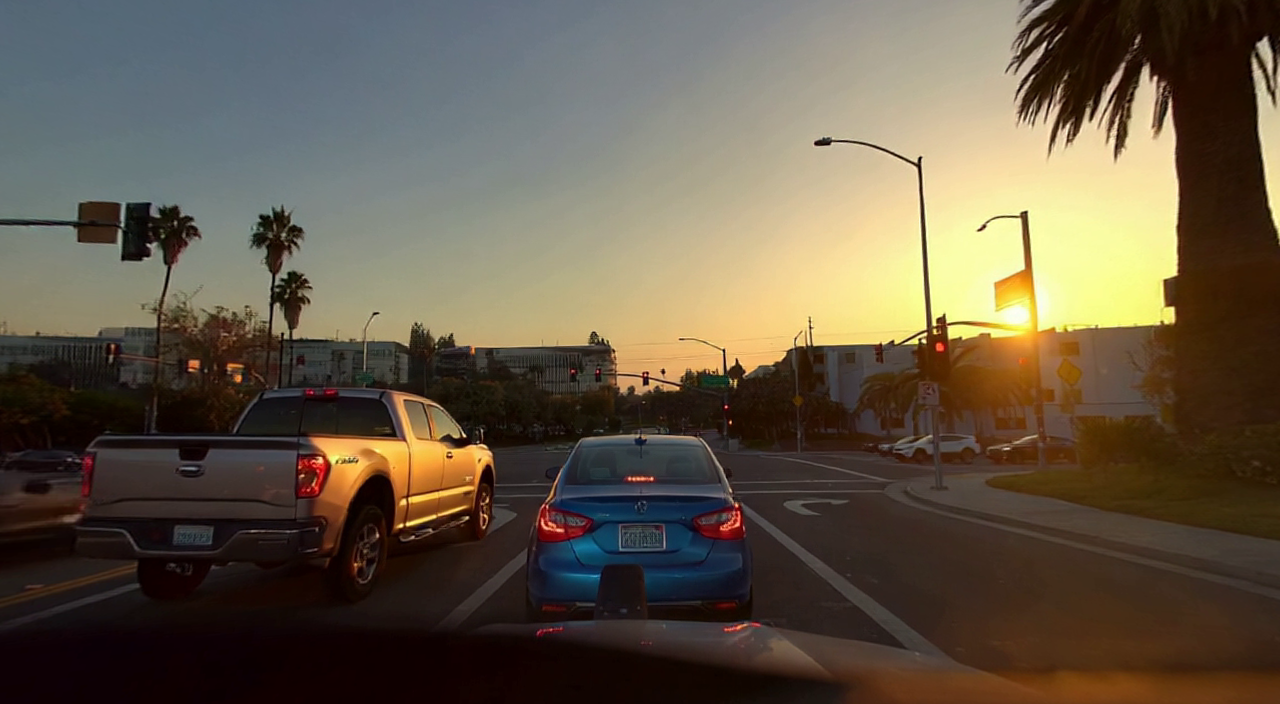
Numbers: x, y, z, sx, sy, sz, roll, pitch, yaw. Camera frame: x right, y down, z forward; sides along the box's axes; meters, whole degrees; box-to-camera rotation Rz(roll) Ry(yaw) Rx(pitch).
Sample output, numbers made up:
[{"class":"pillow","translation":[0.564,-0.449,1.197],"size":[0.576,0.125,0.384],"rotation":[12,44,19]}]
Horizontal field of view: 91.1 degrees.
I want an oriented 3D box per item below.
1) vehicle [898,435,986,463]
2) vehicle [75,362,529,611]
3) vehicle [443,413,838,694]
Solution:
[{"class":"vehicle","translation":[18.809,6.076,39.301],"size":[4.466,1.717,1.963],"rotation":[0,-8,2]},{"class":"vehicle","translation":[-3.230,1.480,7.909],"size":[2.330,1.969,5.626],"rotation":[-1,-8,3]},{"class":"vehicle","translation":[0.035,1.396,5.536],"size":[2.122,1.501,4.152],"rotation":[0,-8,1]}]
